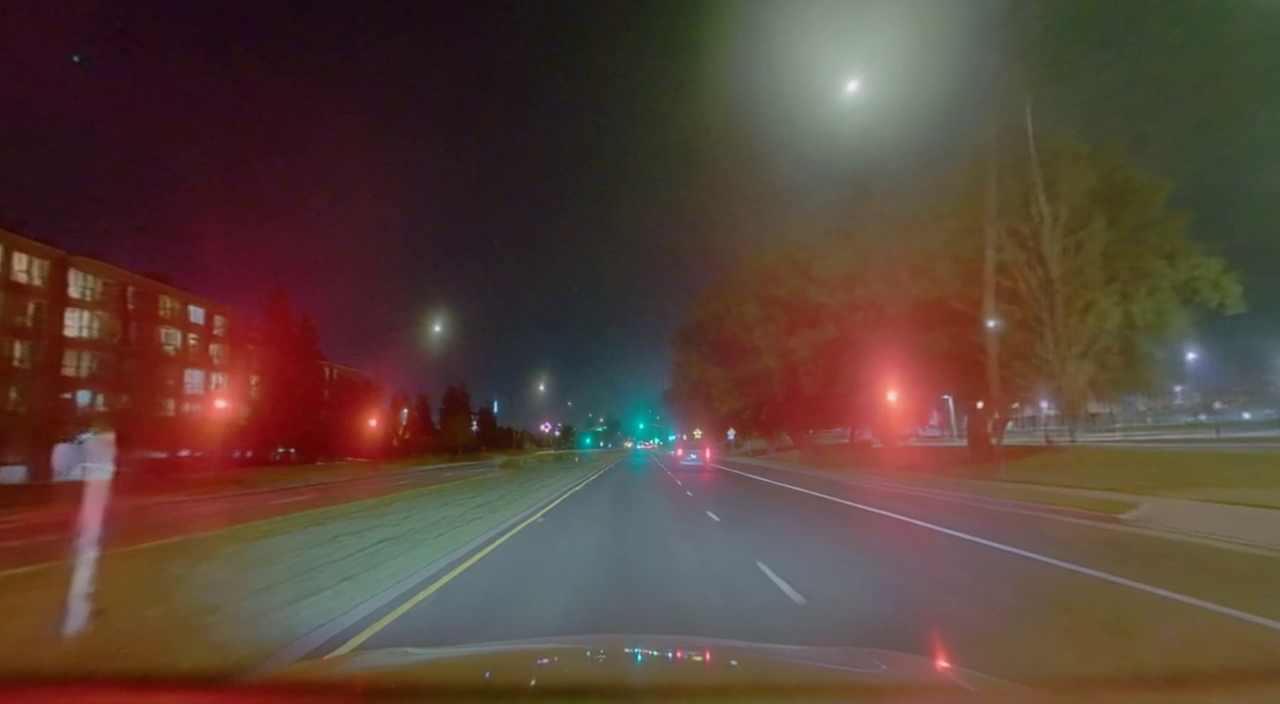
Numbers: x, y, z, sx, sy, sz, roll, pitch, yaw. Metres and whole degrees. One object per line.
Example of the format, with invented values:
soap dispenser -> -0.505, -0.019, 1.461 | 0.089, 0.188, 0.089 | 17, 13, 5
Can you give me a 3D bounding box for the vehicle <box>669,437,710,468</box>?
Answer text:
vehicle -> 3.050, 6.348, 40.053 | 2.085, 1.828, 5.383 | 0, -8, -1
